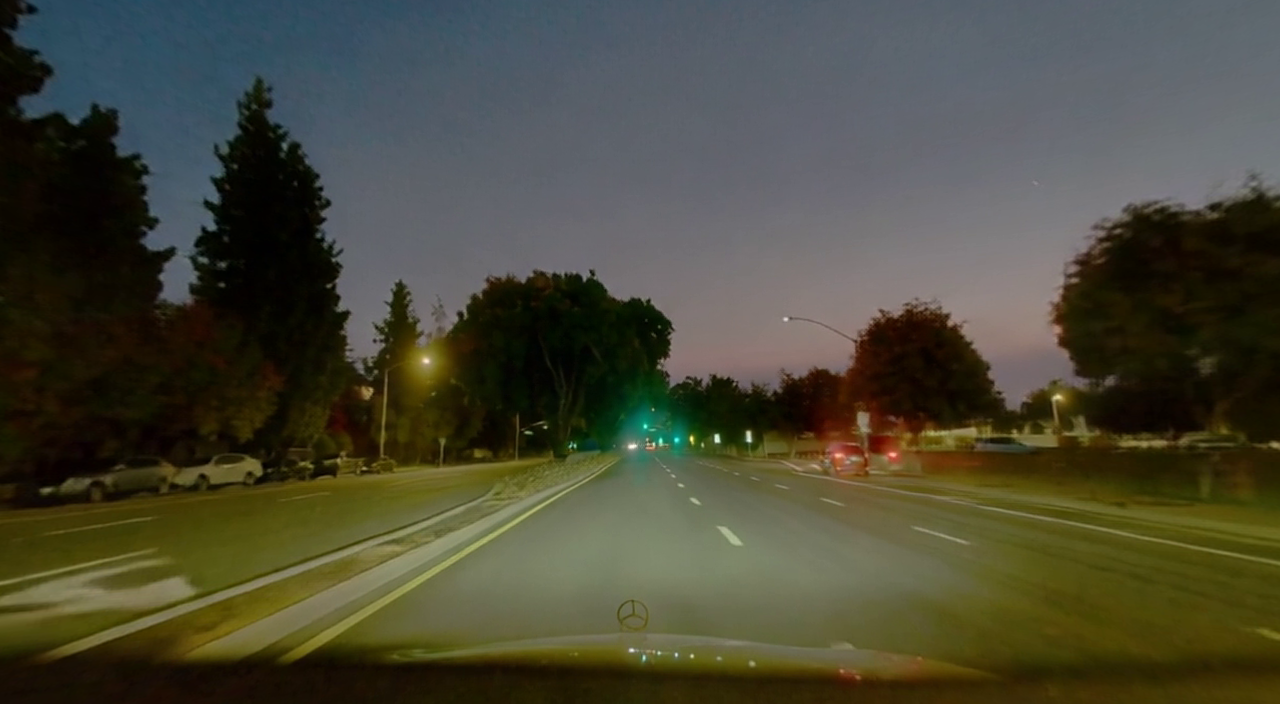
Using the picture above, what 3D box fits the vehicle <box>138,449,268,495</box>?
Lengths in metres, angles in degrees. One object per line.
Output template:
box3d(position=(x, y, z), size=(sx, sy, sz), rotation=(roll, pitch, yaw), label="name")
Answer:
box3d(position=(-18.252, 4.982, 26.694), size=(2.115, 1.716, 4.900), rotation=(0, -8, -2), label="vehicle")

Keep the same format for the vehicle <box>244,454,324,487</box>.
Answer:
box3d(position=(-18.262, 6.051, 32.564), size=(1.736, 1.489, 4.347), rotation=(0, -8, -2), label="vehicle")

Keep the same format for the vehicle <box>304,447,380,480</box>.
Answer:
box3d(position=(-17.919, 6.701, 38.202), size=(1.941, 1.848, 5.279), rotation=(0, -8, 1), label="vehicle")

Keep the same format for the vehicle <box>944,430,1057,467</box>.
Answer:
box3d(position=(22.129, 5.944, 38.874), size=(5.532, 2.065, 2.166), rotation=(-1, -8, 0), label="vehicle")

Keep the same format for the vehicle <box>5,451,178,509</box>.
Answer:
box3d(position=(-18.088, 4.187, 21.135), size=(1.952, 1.649, 4.414), rotation=(0, -8, -3), label="vehicle")
